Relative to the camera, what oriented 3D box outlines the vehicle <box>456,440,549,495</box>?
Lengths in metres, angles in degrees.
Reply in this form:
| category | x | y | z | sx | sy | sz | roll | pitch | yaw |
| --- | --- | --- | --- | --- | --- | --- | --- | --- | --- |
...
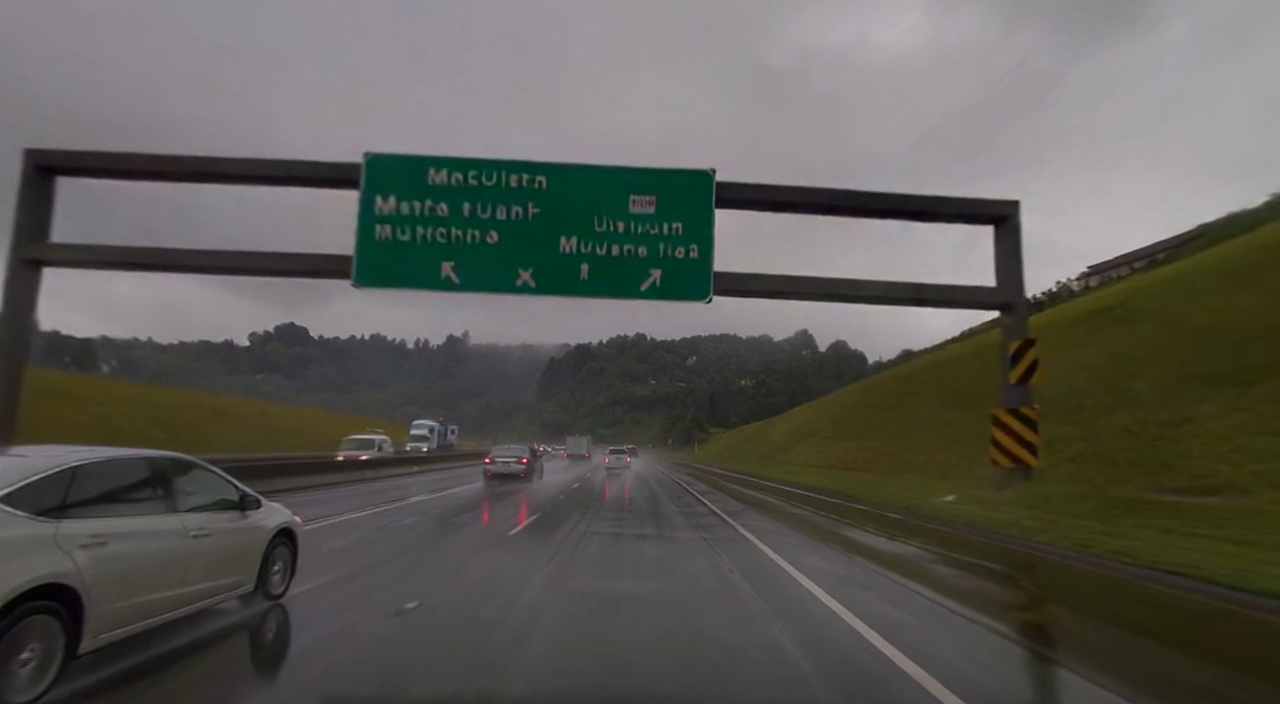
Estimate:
| category | x | y | z | sx | sy | sz | roll | pitch | yaw |
| --- | --- | --- | --- | --- | --- | --- | --- | --- | --- |
| vehicle | -4.403 | 3.784 | 20.997 | 2.208 | 1.619 | 4.162 | 0 | -9 | -1 |

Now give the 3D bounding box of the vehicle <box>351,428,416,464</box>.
| category | x | y | z | sx | sy | sz | roll | pitch | yaw |
| --- | --- | --- | --- | --- | --- | --- | --- | --- | --- |
| vehicle | -19.943 | 7.360 | 49.416 | 2.503 | 2.619 | 6.826 | 0 | -9 | -3 |

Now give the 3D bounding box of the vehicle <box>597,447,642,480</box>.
| category | x | y | z | sx | sy | sz | roll | pitch | yaw |
| --- | --- | --- | --- | --- | --- | --- | --- | --- | --- |
| vehicle | -0.969 | 5.238 | 29.854 | 1.988 | 1.440 | 4.201 | 0 | -9 | -2 |

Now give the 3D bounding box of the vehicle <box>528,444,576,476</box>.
| category | x | y | z | sx | sy | sz | roll | pitch | yaw |
| --- | --- | --- | --- | --- | --- | --- | --- | --- | --- |
| vehicle | -4.777 | 5.913 | 34.798 | 2.118 | 1.624 | 4.032 | 0 | -9 | -1 |

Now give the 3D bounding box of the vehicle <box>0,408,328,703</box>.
| category | x | y | z | sx | sy | sz | roll | pitch | yaw |
| --- | --- | --- | --- | --- | --- | --- | --- | --- | --- |
| vehicle | -3.853 | 1.161 | 3.807 | 1.892 | 1.492 | 3.940 | 0 | -9 | 0 |
